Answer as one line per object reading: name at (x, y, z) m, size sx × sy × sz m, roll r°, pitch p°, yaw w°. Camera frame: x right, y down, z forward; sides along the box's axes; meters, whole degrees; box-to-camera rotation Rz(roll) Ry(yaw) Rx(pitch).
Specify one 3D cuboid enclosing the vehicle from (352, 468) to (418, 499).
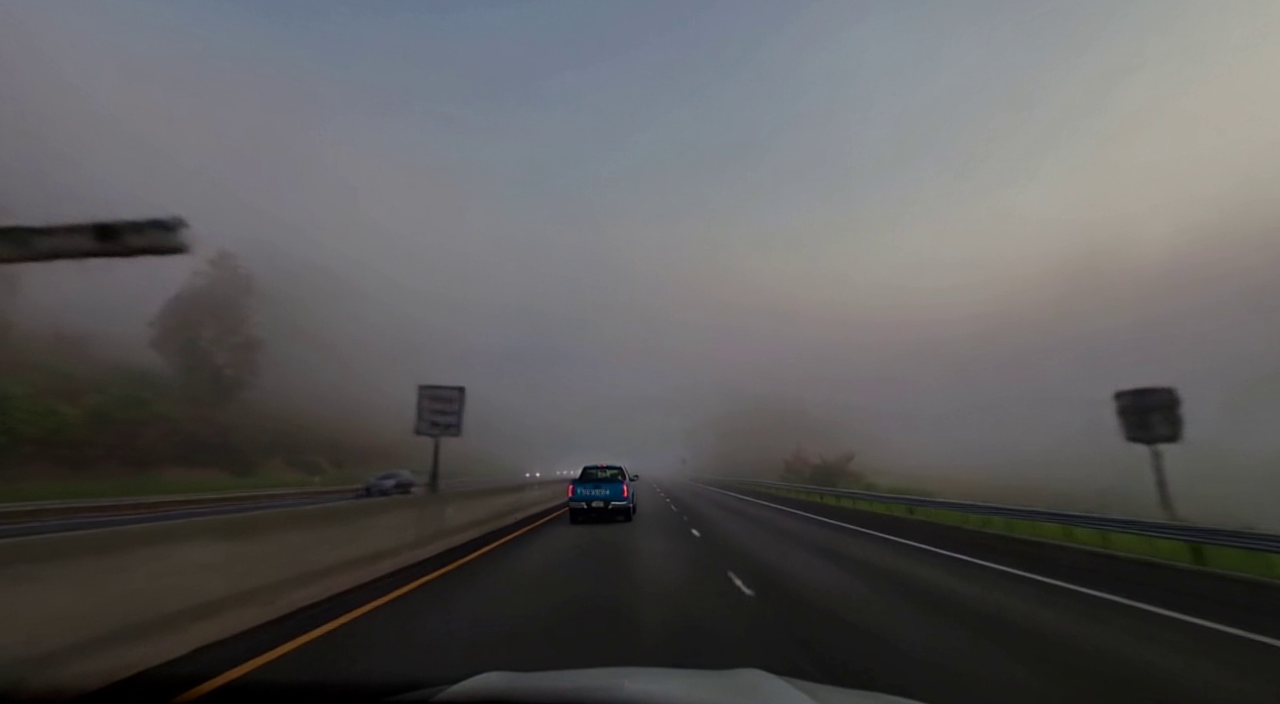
vehicle at (-13.758, 7.095, 34.296) m, size 1.907 × 1.511 × 4.104 m, roll -2°, pitch -10°, yaw 0°

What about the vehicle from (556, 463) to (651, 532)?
vehicle at (-0.834, 3.767, 16.887) m, size 2.135 × 1.506 × 5.041 m, roll 1°, pitch -10°, yaw 0°
